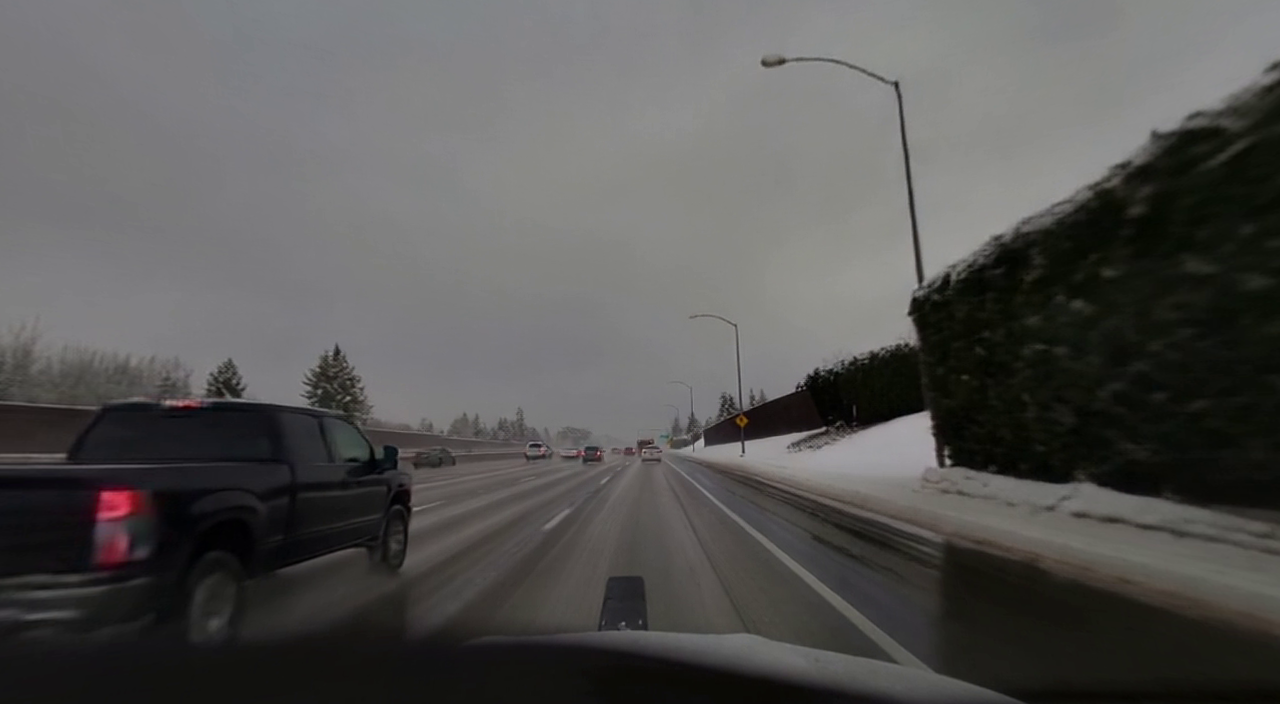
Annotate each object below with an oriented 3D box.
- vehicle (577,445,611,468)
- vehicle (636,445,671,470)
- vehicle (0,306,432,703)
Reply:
[{"bbox_3d":[-3.145,7.222,43.893,2.056,1.480,4.022,-1,-8,1],"label":"vehicle"},{"bbox_3d":[0.820,6.585,39.608,2.073,1.480,4.343,0,-8,0],"label":"vehicle"},{"bbox_3d":[-3.213,1.020,3.974,2.124,1.787,4.830,0,-8,0],"label":"vehicle"}]
